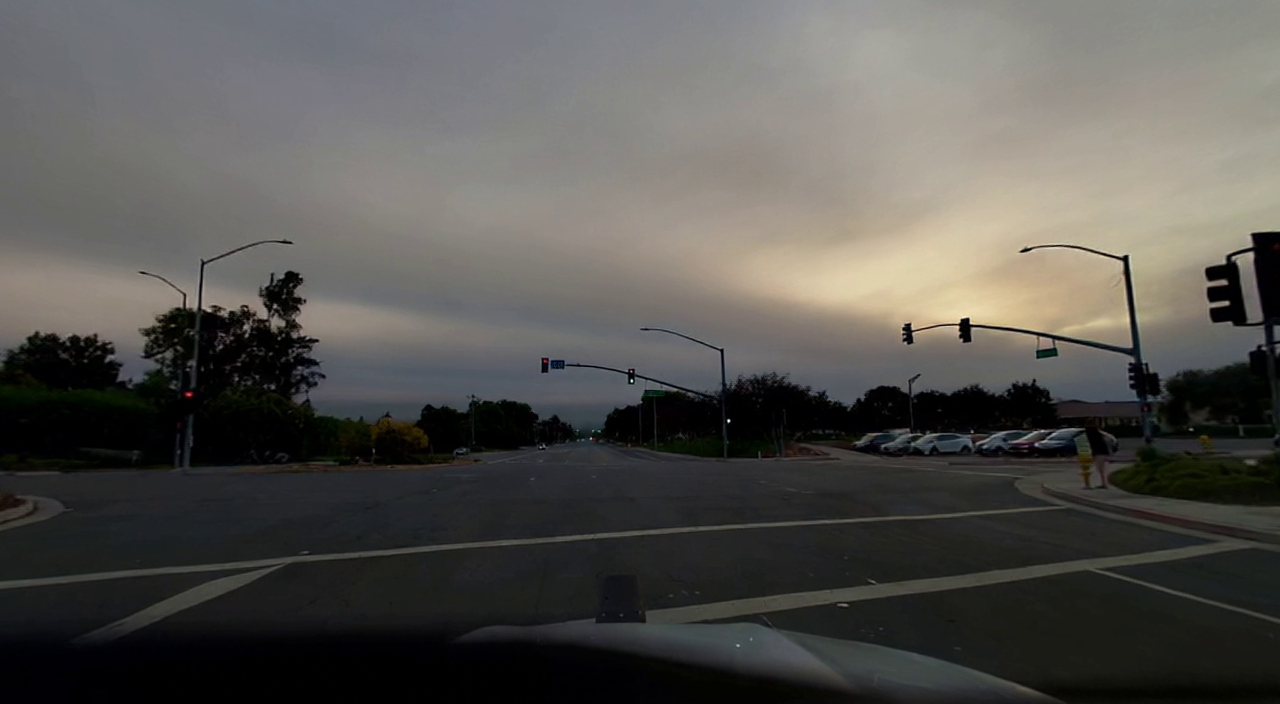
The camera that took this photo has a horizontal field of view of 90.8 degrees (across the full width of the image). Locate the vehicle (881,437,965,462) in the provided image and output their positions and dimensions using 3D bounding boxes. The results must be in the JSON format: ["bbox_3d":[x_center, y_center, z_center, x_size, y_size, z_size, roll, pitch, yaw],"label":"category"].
[{"bbox_3d":[18.656,6.433,41.637,5.234,1.549,1.982,4,-9,-24],"label":"vehicle"}]

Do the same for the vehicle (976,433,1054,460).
[{"bbox_3d":[26.910,6.741,45.283,5.032,1.828,2.183,4,-9,-24],"label":"vehicle"}]

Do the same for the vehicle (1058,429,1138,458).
[{"bbox_3d":[36.074,7.213,49.737,6.148,2.119,2.473,4,-10,-28],"label":"vehicle"}]
